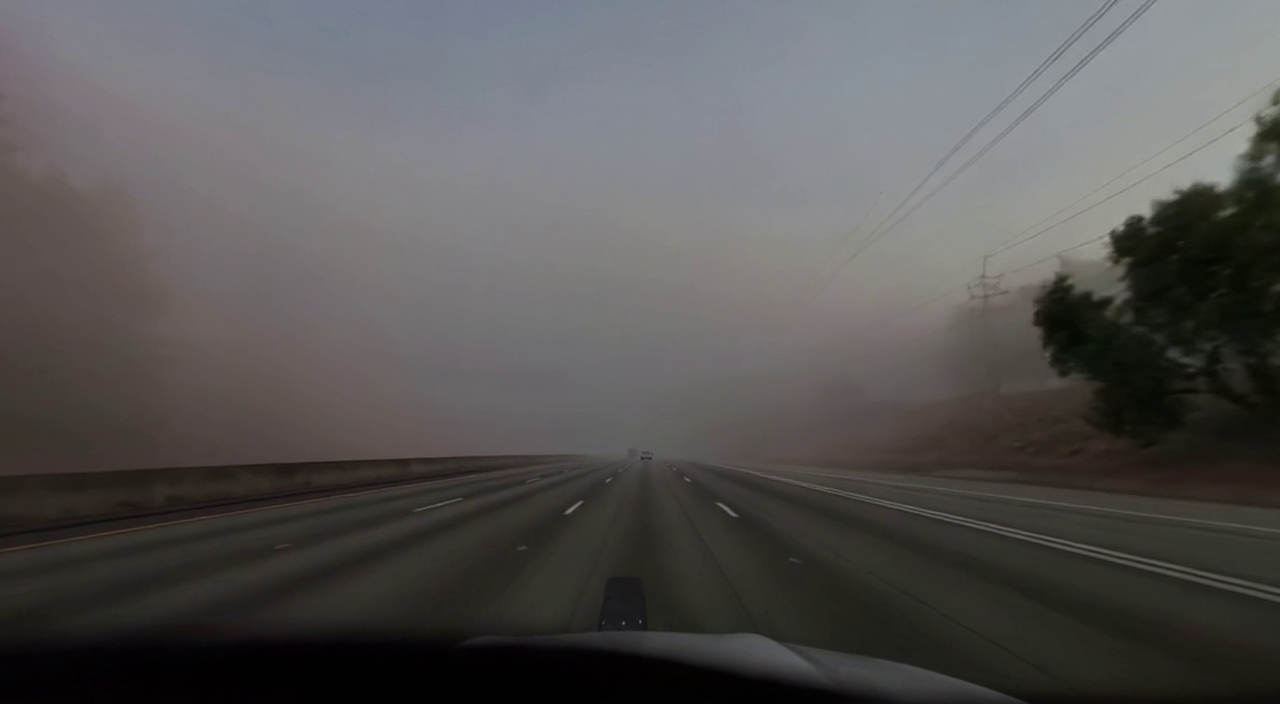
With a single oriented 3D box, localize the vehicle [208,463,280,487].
[{"bbox_3d":[-28.417,8.831,45.502,1.908,1.537,4.709,-1,-8,4],"label":"vehicle"}]
